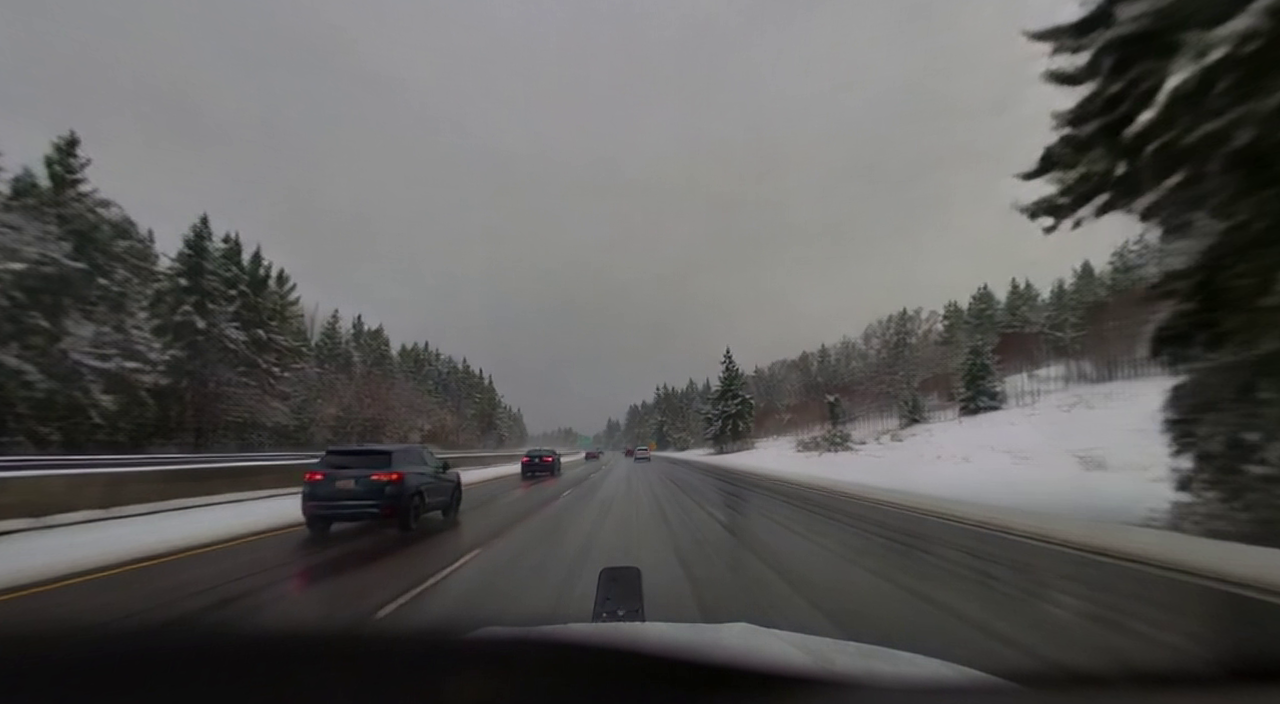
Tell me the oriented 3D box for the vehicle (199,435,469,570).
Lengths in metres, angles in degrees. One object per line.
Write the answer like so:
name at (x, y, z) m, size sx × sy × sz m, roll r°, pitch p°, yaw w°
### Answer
vehicle at (-3.959, 1.984, 9.050) m, size 1.897 × 1.481 × 3.859 m, roll 0°, pitch -9°, yaw 0°

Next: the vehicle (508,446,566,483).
vehicle at (-4.542, 5.010, 28.383) m, size 1.838 × 1.508 × 4.317 m, roll 0°, pitch -9°, yaw 0°
